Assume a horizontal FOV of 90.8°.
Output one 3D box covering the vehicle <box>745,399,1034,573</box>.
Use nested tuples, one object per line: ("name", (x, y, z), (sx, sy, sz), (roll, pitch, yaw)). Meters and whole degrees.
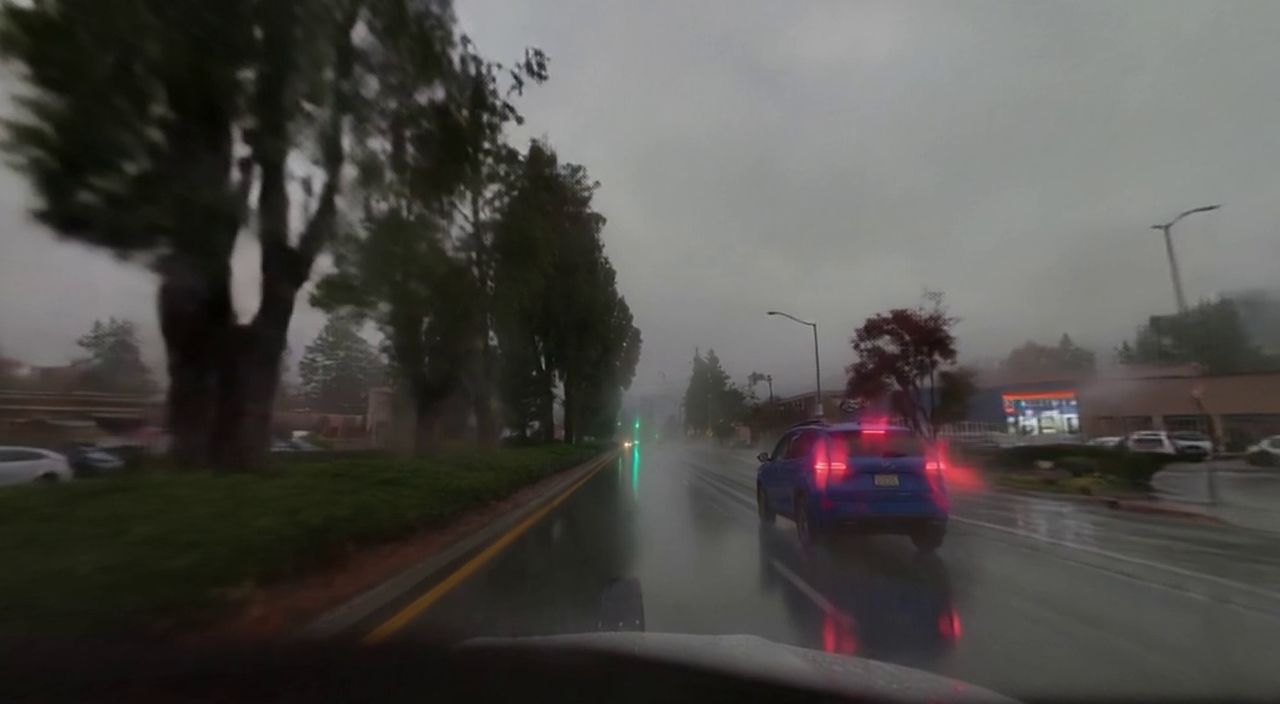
("vehicle", (2.983, 1.737, 8.947), (2.130, 1.790, 4.615), (0, -9, -1))
